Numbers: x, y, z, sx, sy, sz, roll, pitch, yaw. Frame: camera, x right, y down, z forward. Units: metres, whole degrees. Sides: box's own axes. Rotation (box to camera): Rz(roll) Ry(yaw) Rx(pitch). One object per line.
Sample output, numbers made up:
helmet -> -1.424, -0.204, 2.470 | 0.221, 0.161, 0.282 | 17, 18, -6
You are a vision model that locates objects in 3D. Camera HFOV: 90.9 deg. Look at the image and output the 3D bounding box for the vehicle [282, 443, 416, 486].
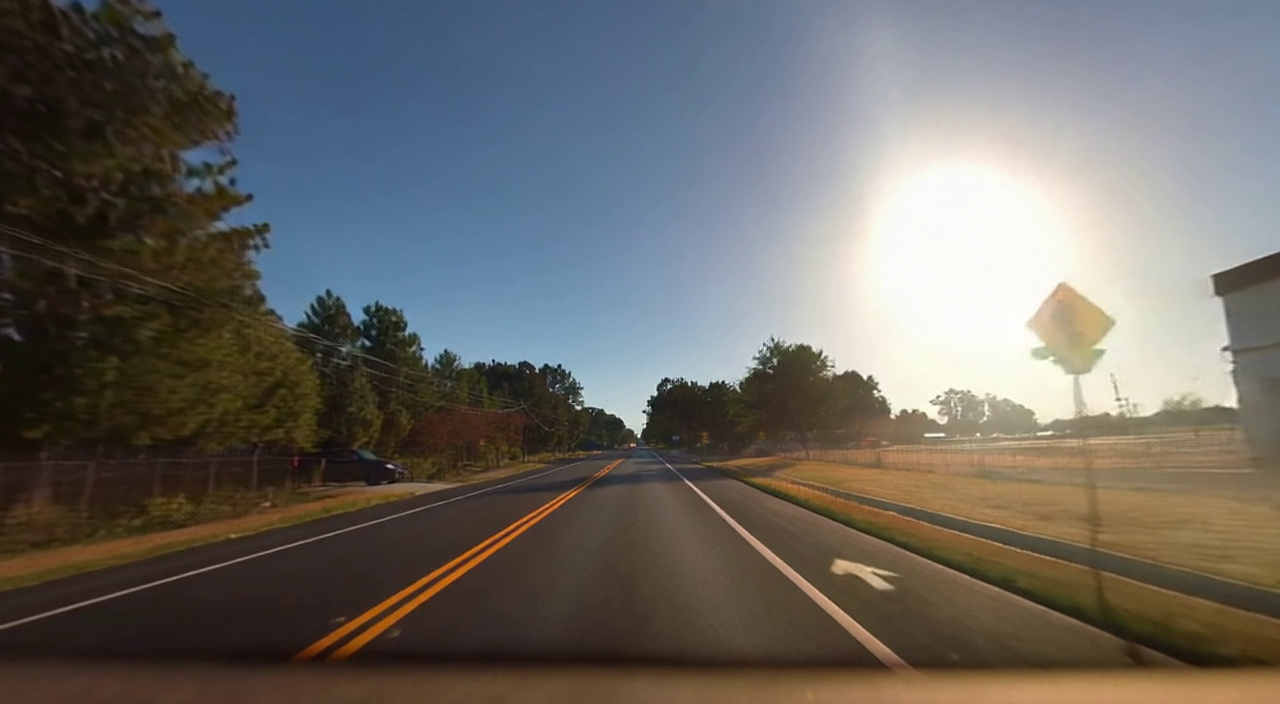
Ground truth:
vehicle -> -12.643, 4.915, 27.675 | 4.813, 1.763, 2.048 | 0, -8, -2
